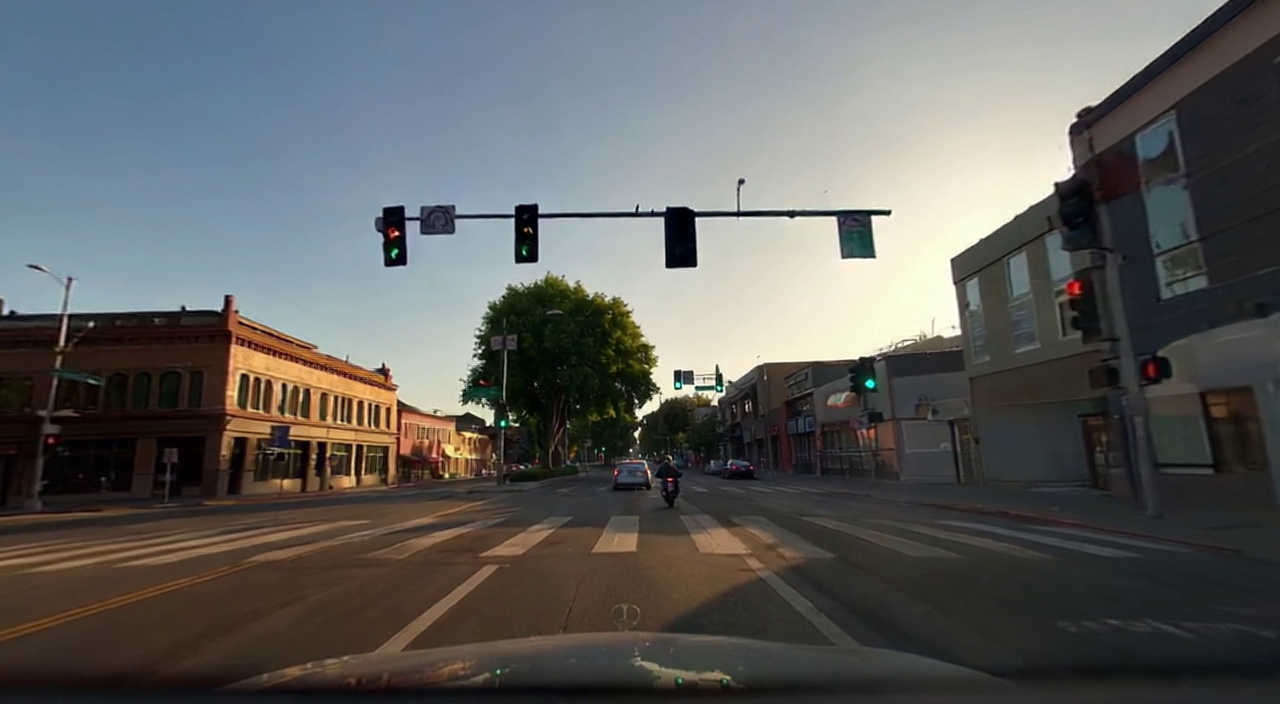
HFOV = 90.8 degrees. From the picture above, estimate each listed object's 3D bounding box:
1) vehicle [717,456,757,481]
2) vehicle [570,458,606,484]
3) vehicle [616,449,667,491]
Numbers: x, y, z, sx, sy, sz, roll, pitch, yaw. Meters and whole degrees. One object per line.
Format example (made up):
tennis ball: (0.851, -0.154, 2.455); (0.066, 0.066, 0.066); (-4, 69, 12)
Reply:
vehicle: (6.732, 8.103, 44.257); (2.069, 1.590, 4.066); (0, -8, -1)
vehicle: (-3.256, 7.535, 40.307); (2.014, 1.470, 4.552); (0, -8, -1)
vehicle: (0.000, 5.442, 29.603); (2.223, 1.775, 4.250); (0, -8, -1)
